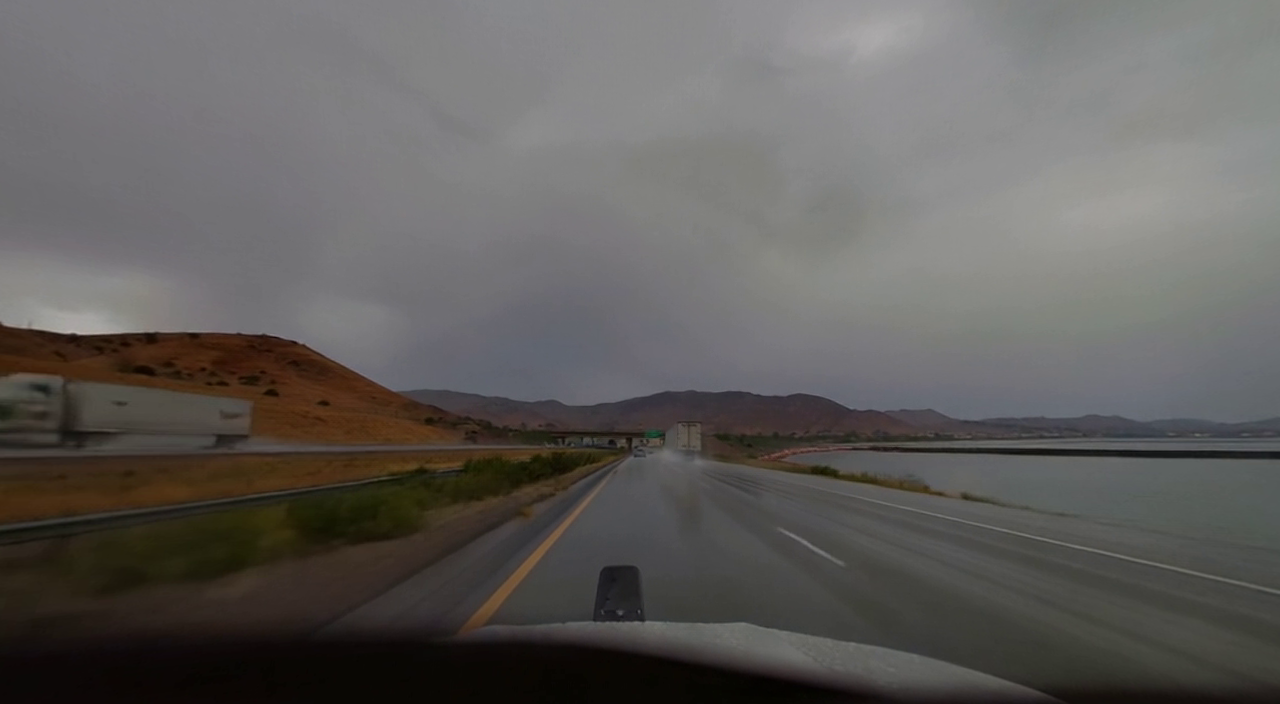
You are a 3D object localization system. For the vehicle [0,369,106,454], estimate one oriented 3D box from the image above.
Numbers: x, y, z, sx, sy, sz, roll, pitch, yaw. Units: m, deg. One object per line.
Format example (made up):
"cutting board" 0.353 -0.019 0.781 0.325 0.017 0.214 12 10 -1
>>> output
"vehicle" -32.230 3.235 32.751 2.909 4.035 6.523 0 -9 0

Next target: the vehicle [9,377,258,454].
"vehicle" -32.234 4.688 42.111 3.149 4.177 16.156 1 -9 1
